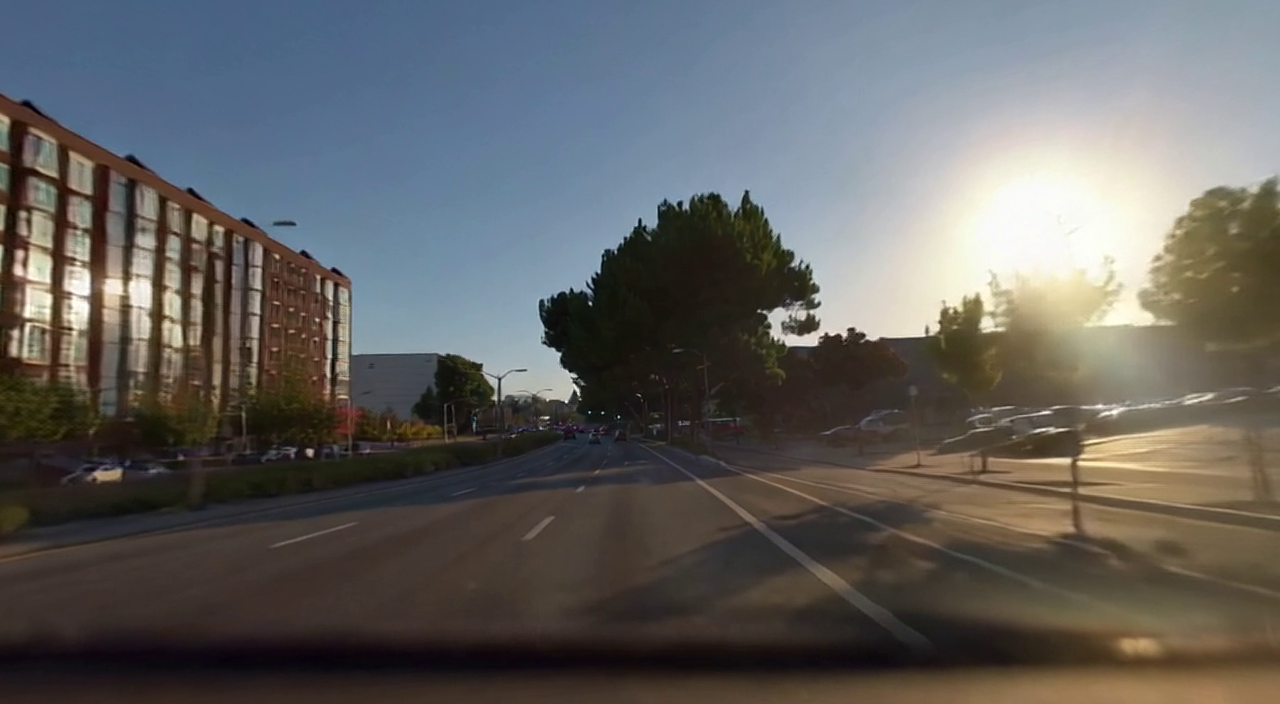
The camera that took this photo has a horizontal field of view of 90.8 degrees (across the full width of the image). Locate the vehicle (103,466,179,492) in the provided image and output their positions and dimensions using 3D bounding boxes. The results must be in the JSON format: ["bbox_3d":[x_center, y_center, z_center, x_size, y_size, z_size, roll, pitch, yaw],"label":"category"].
[{"bbox_3d":[-32.980,8.367,41.888,1.743,1.435,4.183,-1,-9,-2],"label":"vehicle"}]

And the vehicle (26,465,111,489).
[{"bbox_3d":[-38.492,8.427,42.679,3.676,1.439,2.028,4,-9,-24],"label":"vehicle"}]
